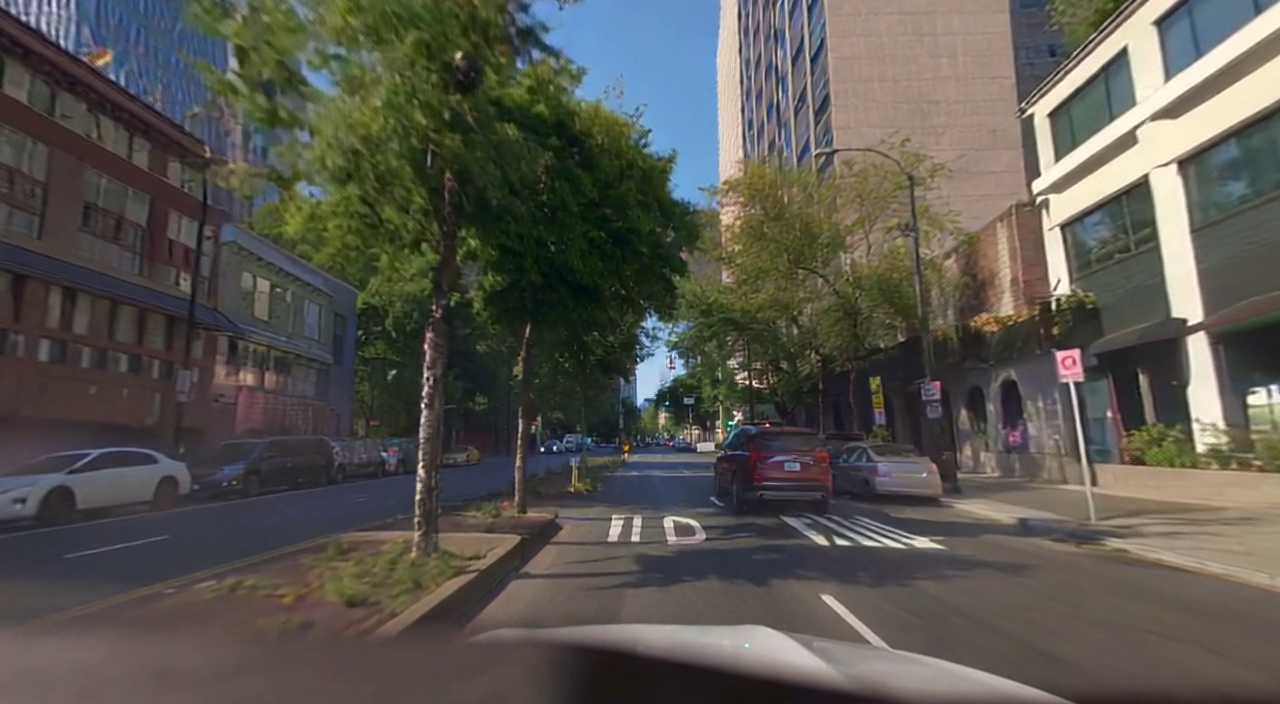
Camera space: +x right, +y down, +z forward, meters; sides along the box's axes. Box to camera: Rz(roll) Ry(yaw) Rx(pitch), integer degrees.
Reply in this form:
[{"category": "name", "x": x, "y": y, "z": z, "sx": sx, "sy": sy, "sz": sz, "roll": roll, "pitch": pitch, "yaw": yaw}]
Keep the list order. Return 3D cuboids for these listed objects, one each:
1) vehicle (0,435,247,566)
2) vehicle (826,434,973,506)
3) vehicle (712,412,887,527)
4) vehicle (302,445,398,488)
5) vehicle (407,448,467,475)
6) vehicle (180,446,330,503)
[{"category": "vehicle", "x": -8.875, "y": 2.237, "z": 10.471, "sx": 1.750, "sy": 1.607, "sz": 4.241, "roll": 0, "pitch": -6, "yaw": 3}, {"category": "vehicle", "x": 6.504, "y": 2.986, "z": 16.422, "sx": 1.962, "sy": 1.617, "sz": 4.325, "roll": 0, "pitch": -8, "yaw": 0}, {"category": "vehicle", "x": 2.894, "y": 2.298, "z": 12.968, "sx": 2.118, "sy": 1.848, "sz": 5.426, "roll": 0, "pitch": -8, "yaw": -1}, {"category": "vehicle", "x": -12.159, "y": 4.798, "z": 26.809, "sx": 1.937, "sy": 1.642, "sz": 4.591, "roll": 0, "pitch": -8, "yaw": -1}, {"category": "vehicle", "x": -12.128, "y": 6.561, "z": 37.965, "sx": 1.832, "sy": 1.467, "sz": 4.854, "roll": 0, "pitch": -8, "yaw": 2}, {"category": "vehicle", "x": -12.505, "y": 3.947, "z": 20.923, "sx": 1.951, "sy": 1.632, "sz": 4.719, "roll": 0, "pitch": -8, "yaw": 1}]
